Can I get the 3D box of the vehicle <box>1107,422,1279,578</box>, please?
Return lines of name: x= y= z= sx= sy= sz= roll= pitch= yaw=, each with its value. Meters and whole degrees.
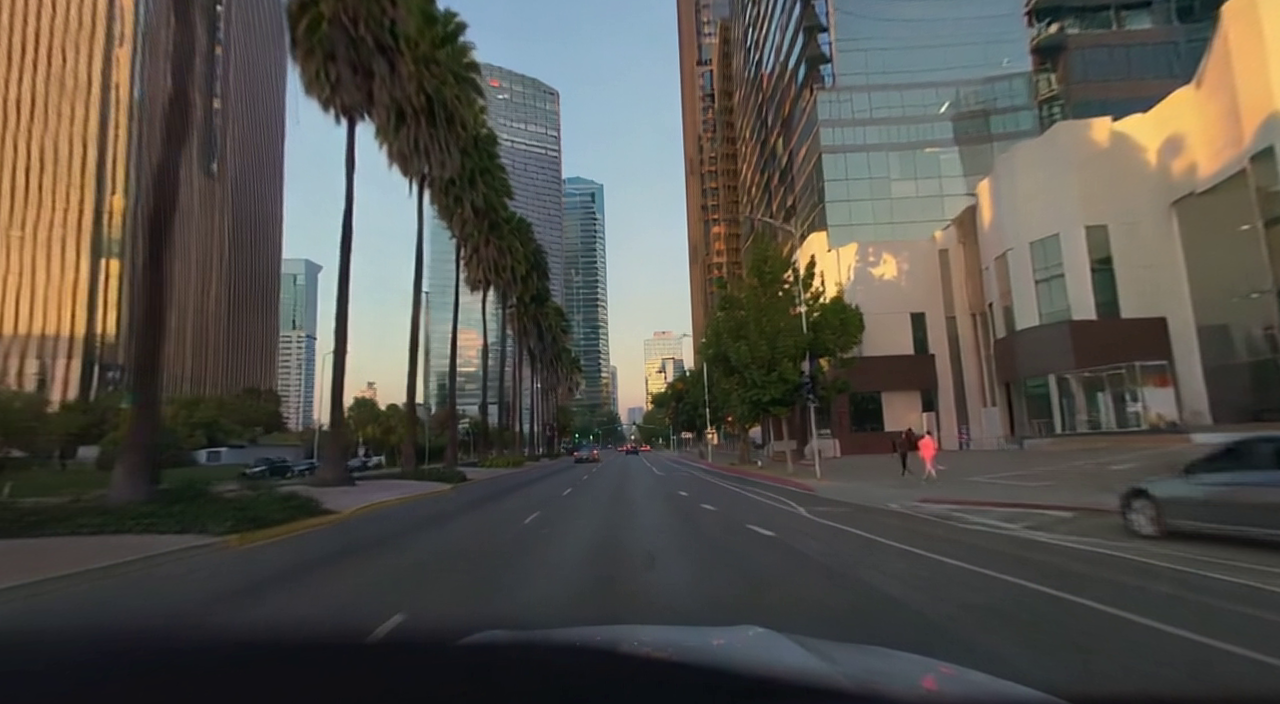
vehicle: x=7.143 y=1.400 z=5.943 sx=1.919 sy=1.499 sz=4.779 roll=-1 pitch=-9 yaw=2

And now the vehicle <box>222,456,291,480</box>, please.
vehicle: x=-25.341 y=7.663 z=41.945 sx=2.080 sy=1.457 sz=4.424 roll=0 pitch=-9 yaw=-4
